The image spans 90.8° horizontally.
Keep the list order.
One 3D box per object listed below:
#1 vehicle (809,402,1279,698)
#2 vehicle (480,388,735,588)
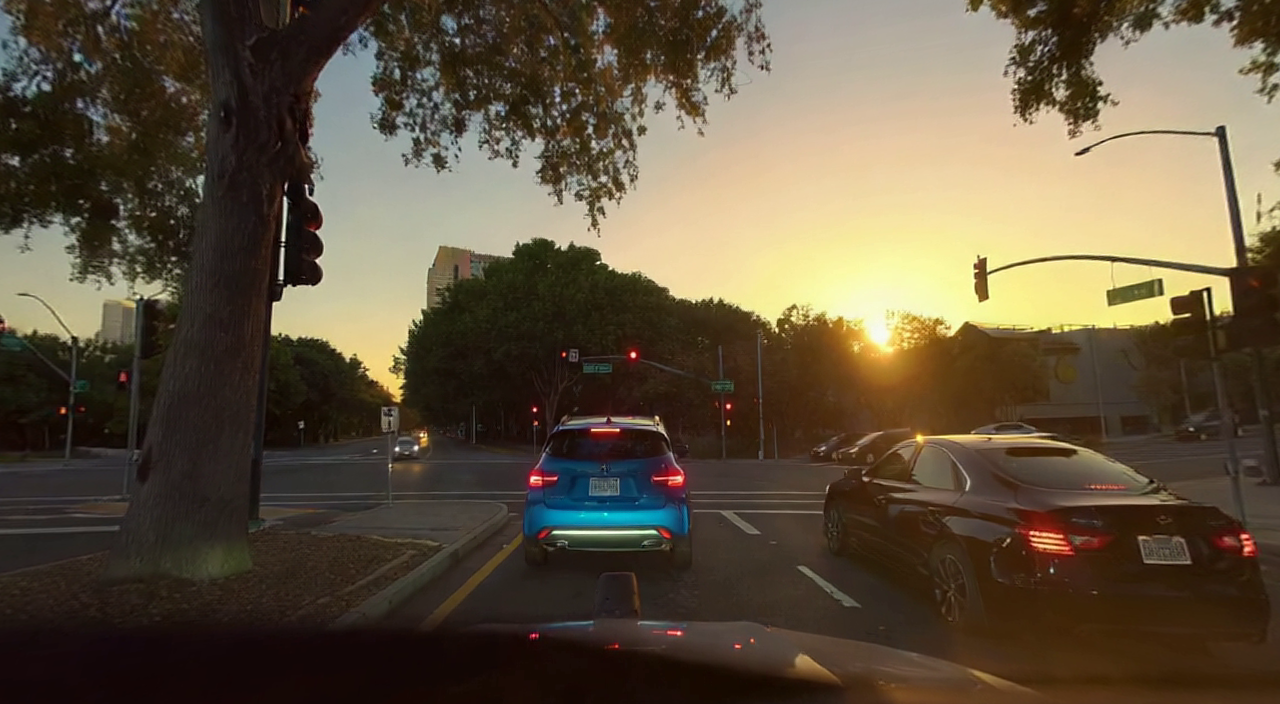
[{"bbox_3d":[3.170,1.401,5.751,1.932,1.562,4.629,0,-9,-1],"label":"vehicle"},{"bbox_3d":[-0.346,1.522,7.799,2.247,1.760,4.231,0,-9,-2],"label":"vehicle"}]
